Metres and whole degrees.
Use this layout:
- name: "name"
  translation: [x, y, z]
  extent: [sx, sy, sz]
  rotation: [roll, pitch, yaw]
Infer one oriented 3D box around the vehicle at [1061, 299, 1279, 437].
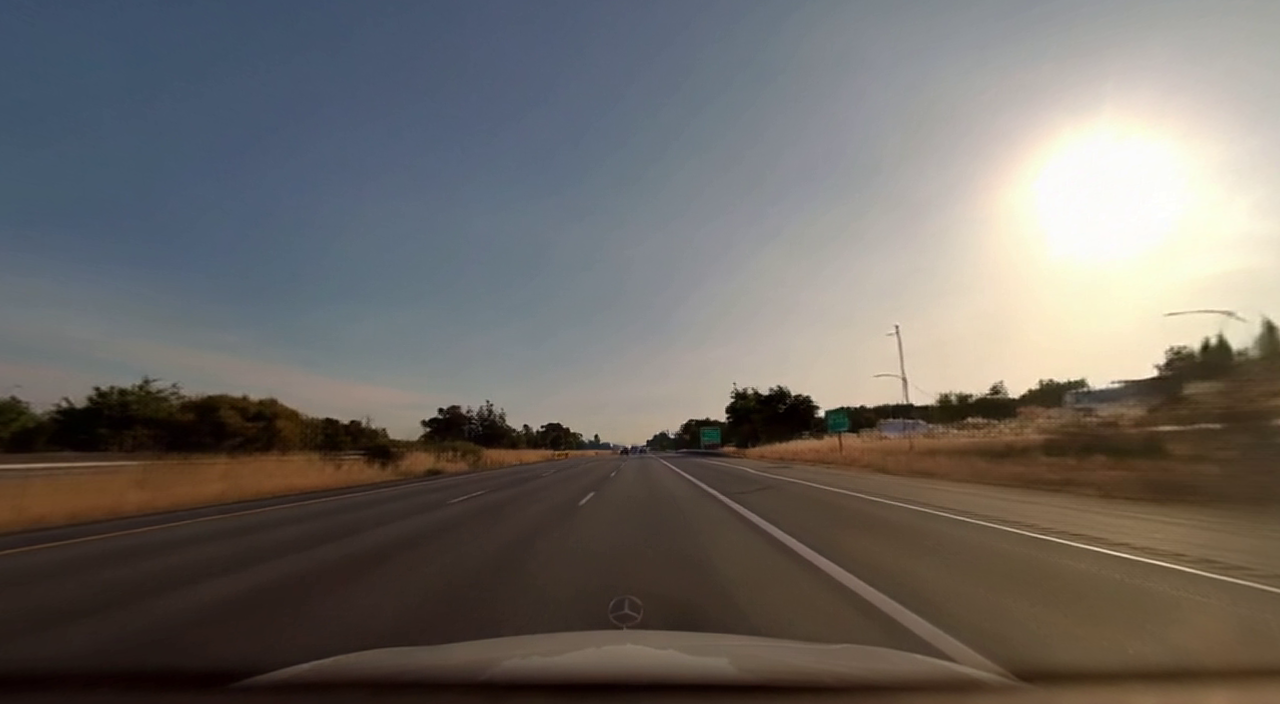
- name: "vehicle"
  translation: [17.056, 0.874, 19.381]
  extent: [2.821, 3.355, 7.583]
  rotation: [0, -8, -1]
